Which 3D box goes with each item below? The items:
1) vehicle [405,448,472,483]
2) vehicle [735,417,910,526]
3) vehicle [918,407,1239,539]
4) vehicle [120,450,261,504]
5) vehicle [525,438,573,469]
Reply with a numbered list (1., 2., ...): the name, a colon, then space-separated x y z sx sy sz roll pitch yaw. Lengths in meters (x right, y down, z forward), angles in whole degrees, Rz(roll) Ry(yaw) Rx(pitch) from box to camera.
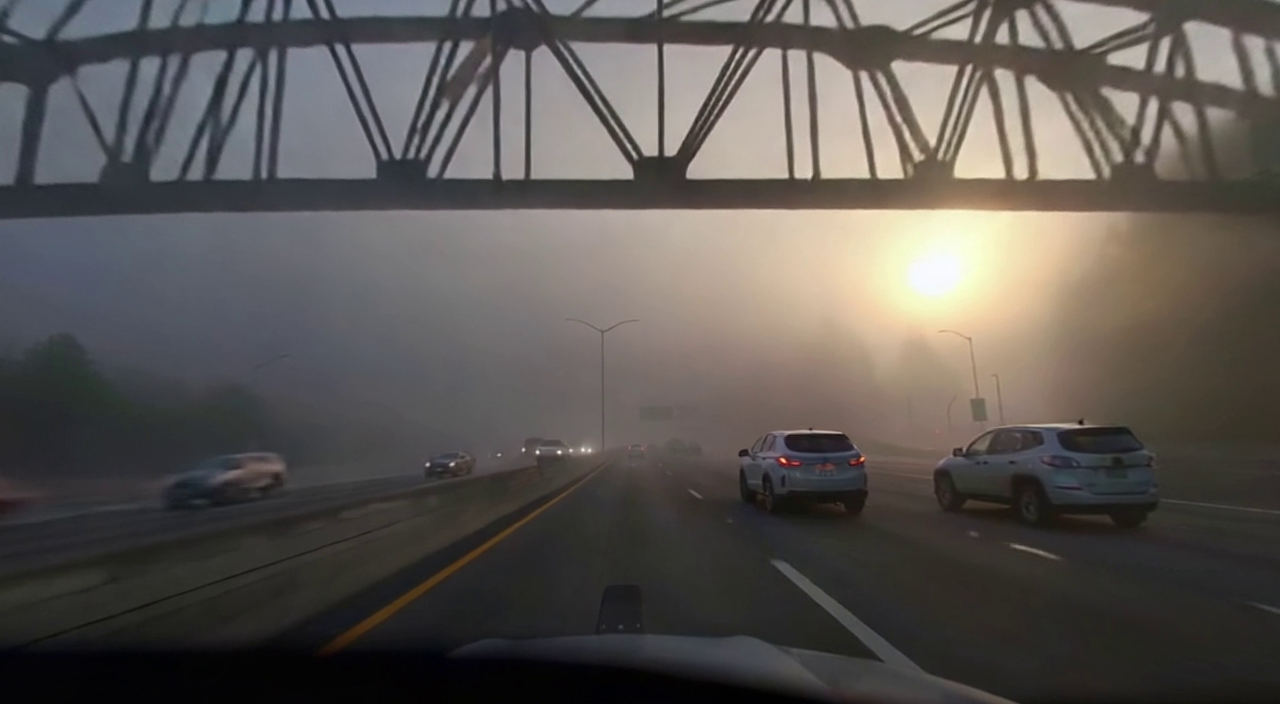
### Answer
1. vehicle: -9.343 5.246 29.546 1.922 1.523 3.645 0 -8 0
2. vehicle: 3.218 2.223 12.237 2.059 1.711 4.302 0 -8 -1
3. vehicle: 7.133 2.027 11.205 2.040 1.801 4.959 0 -9 -1
4. vehicle: -16.068 4.451 22.942 1.892 1.693 4.393 0 -8 0
5. vehicle: -6.030 6.827 42.687 2.405 1.932 5.424 0 -9 0
